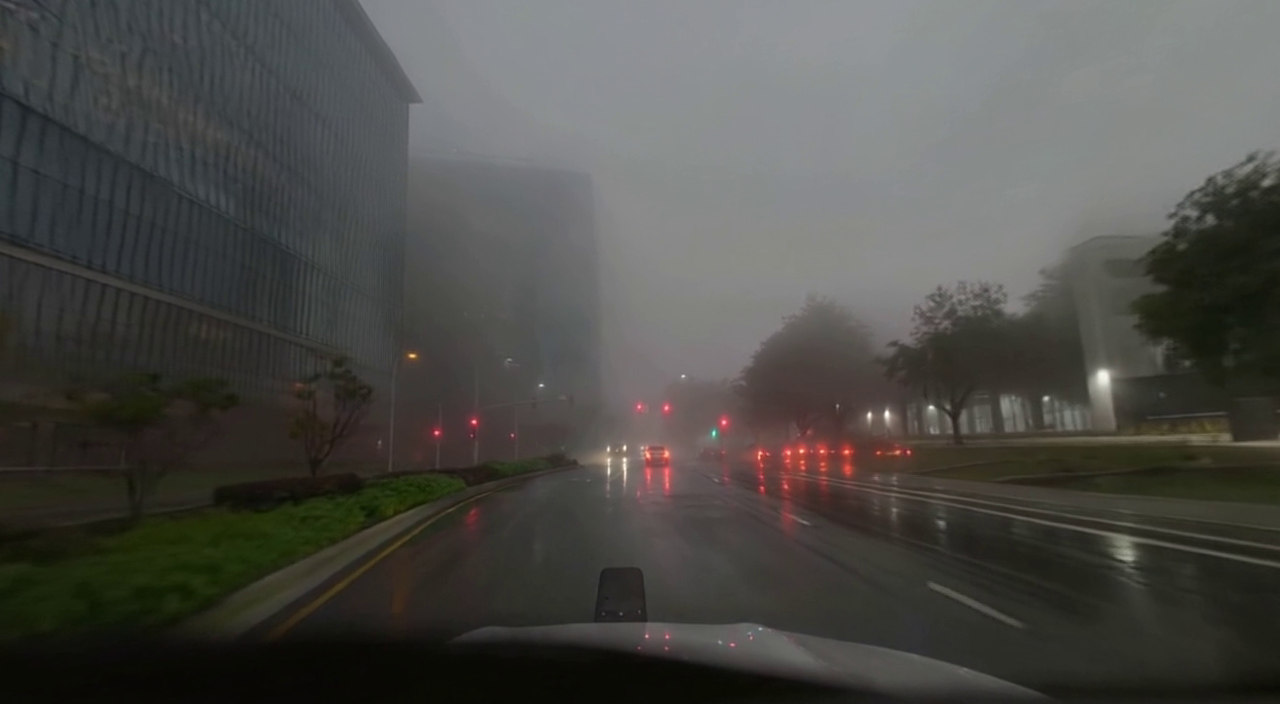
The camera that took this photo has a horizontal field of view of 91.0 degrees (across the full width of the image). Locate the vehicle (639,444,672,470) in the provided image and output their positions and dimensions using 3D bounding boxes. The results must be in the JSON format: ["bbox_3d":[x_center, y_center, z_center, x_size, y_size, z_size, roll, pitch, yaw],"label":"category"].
[{"bbox_3d":[1.018,6.916,41.710,2.092,1.660,4.319,0,-8,1],"label":"vehicle"}]
